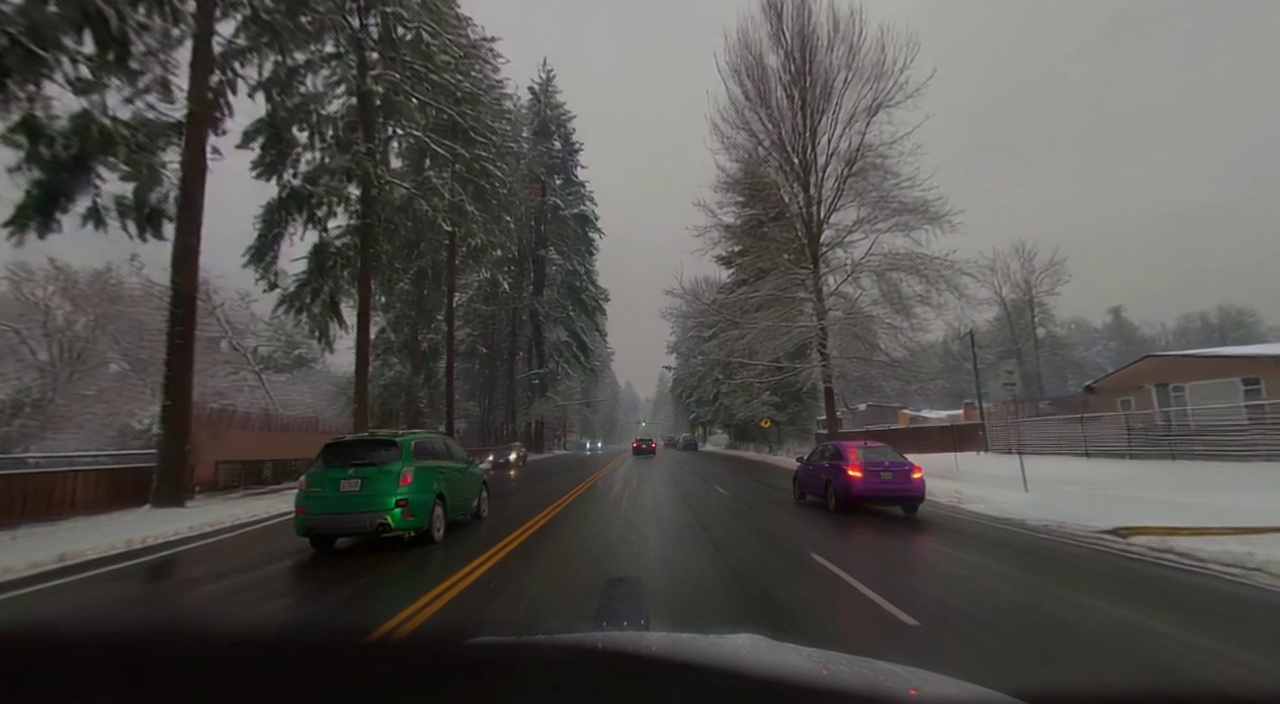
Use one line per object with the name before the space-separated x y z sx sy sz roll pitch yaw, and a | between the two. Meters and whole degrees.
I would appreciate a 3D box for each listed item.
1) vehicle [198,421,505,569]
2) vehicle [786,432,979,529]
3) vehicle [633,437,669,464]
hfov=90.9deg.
vehicle | -3.630 1.847 9.258 2.162 1.546 4.889 -1 -7 1
vehicle | 4.309 2.289 12.124 1.943 1.471 4.515 -1 -7 0
vehicle | 0.675 6.268 40.559 2.206 1.525 4.695 -1 -7 0
